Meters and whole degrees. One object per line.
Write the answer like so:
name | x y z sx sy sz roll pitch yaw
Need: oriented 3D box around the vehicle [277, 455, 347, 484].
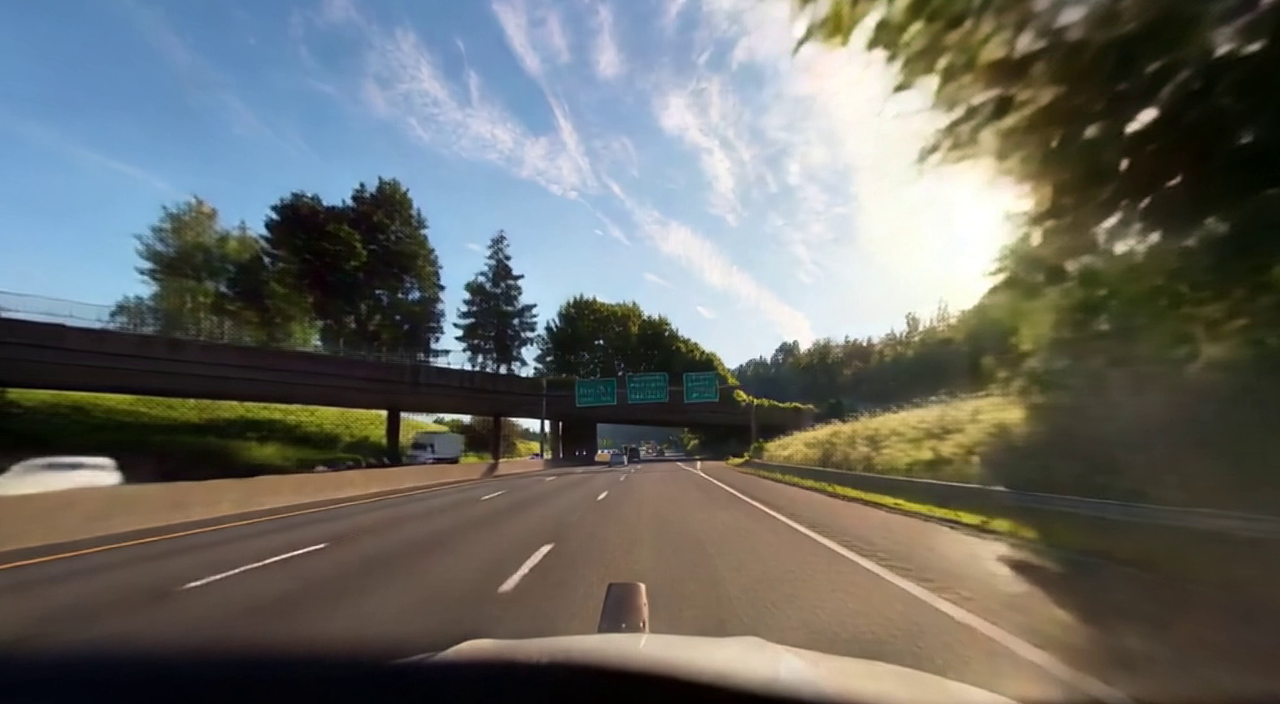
vehicle | -18.232 6.534 35.225 1.756 1.438 3.866 0 -9 1
